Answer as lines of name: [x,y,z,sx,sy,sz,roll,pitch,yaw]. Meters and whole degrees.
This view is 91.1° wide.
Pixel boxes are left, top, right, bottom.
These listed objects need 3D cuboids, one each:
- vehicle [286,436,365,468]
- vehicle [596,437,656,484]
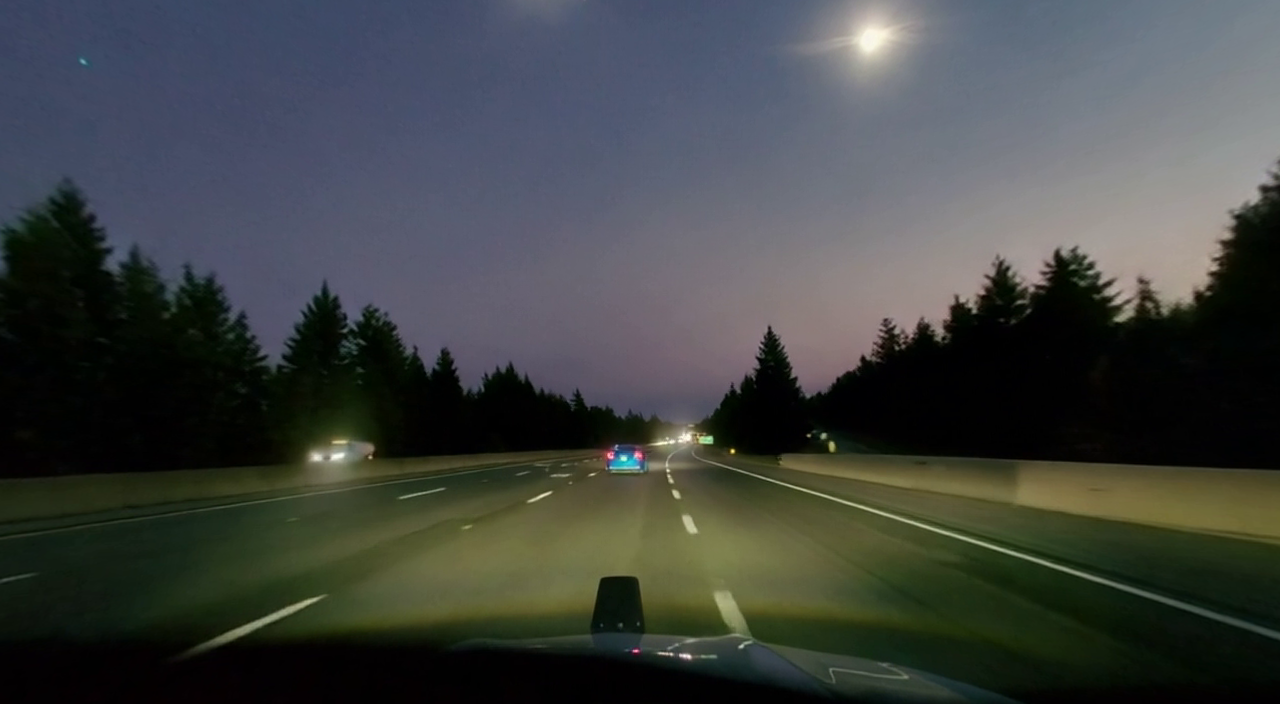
vehicle: [-21.444,6.820,43.088,2.342,1.981,5.534,-1,-8,3]
vehicle: [-0.479,4.306,25.265,2.133,1.686,4.203,-1,-8,3]
